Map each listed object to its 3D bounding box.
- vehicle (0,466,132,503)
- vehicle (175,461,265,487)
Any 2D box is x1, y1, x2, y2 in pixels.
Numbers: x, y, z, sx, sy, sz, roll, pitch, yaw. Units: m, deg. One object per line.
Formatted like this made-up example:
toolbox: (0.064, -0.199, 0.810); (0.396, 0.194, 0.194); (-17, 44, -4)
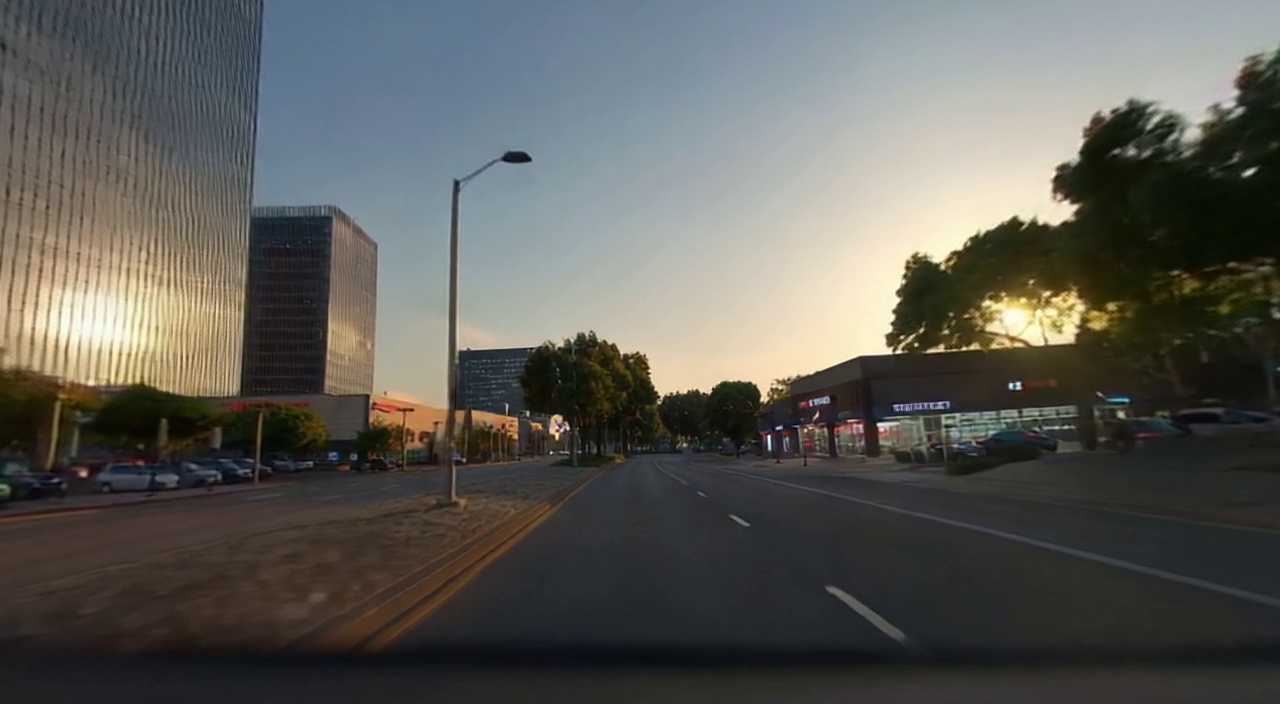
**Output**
vehicle: (-26.174, 5.947, 28.538); (4.617, 1.434, 1.972); (4, -10, -29)
vehicle: (-26.510, 7.702, 40.064); (4.405, 1.469, 2.047); (4, -10, -25)
